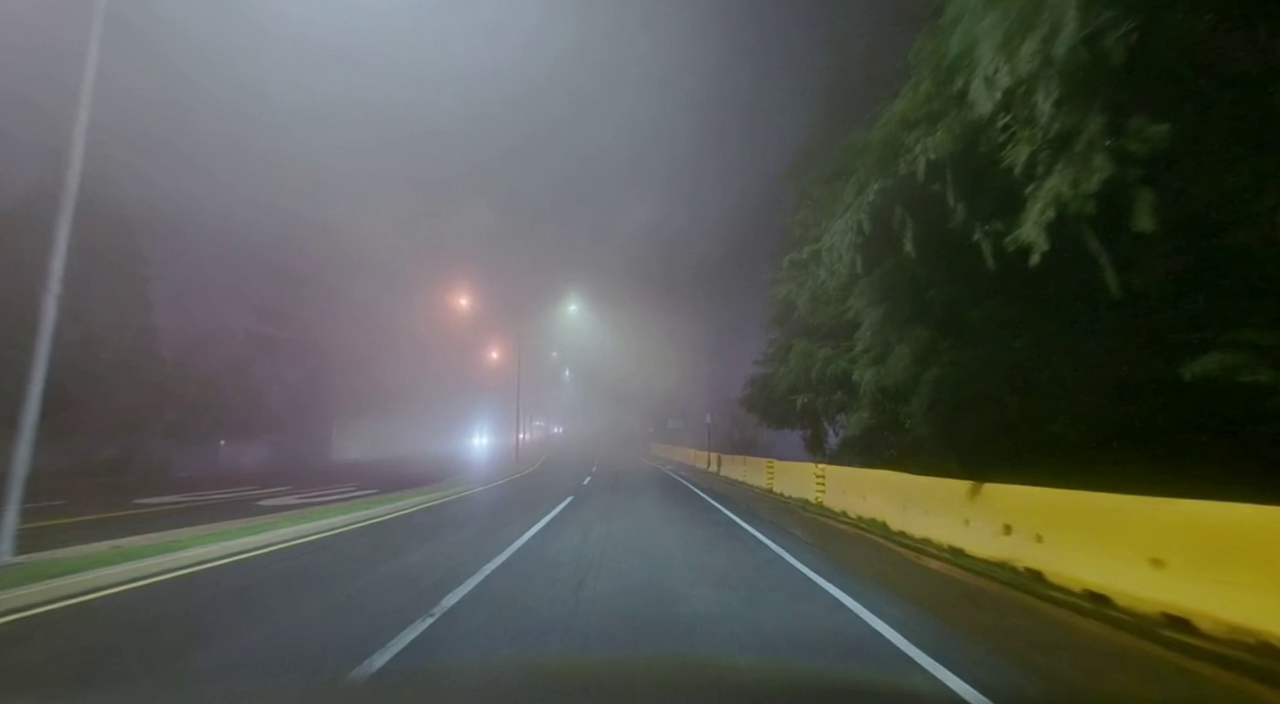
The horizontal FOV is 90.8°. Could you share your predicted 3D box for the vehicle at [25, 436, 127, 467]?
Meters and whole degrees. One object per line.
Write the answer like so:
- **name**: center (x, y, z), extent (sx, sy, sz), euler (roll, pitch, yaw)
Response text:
- **vehicle**: center (-32.284, 5.675, 36.237), extent (4.017, 1.663, 1.966), euler (-1, -8, 2)
